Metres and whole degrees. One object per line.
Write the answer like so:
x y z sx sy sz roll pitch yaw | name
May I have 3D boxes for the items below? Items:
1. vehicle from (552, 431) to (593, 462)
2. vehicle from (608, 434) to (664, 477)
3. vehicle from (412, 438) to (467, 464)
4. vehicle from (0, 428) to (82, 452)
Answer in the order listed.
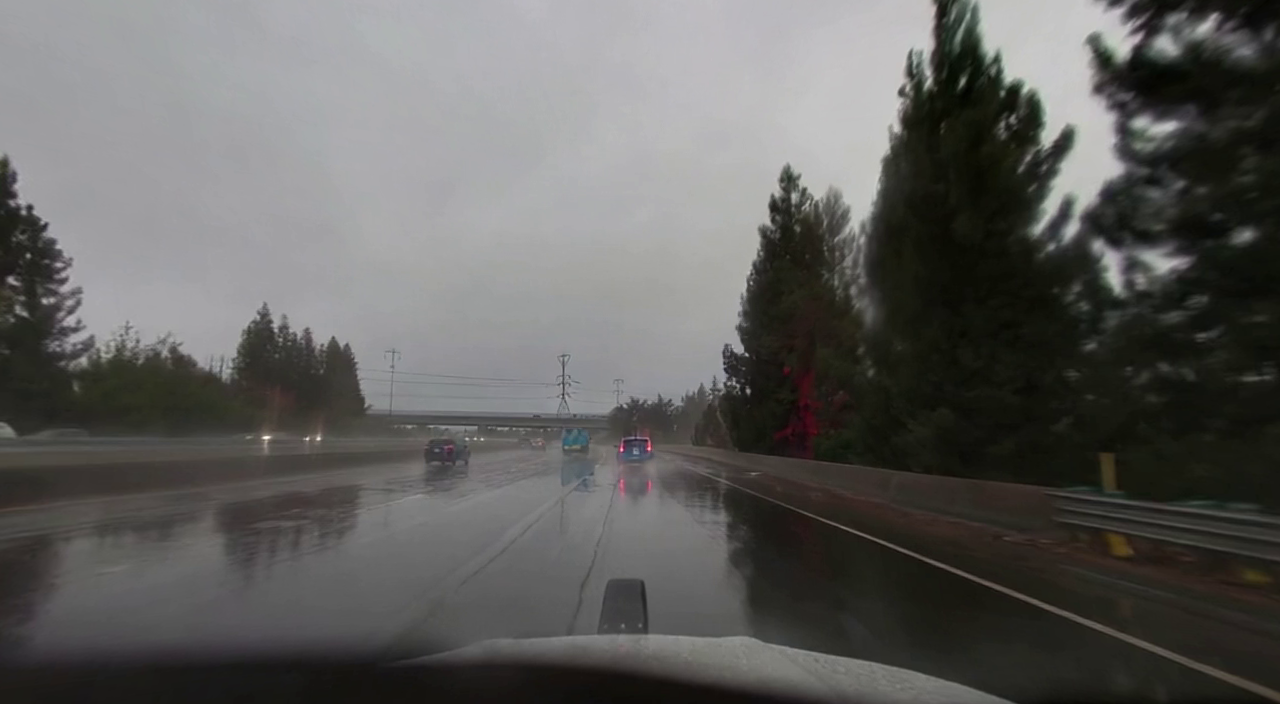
-4.006 5.712 38.002 2.174 1.806 3.932 0 -8 -2 | vehicle
-0.191 3.843 23.606 1.954 1.460 3.983 0 -8 -2 | vehicle
-11.731 5.825 37.042 1.844 1.446 4.395 0 -8 -1 | vehicle
-39.008 5.695 40.645 1.775 1.467 4.357 0 -8 -1 | vehicle
